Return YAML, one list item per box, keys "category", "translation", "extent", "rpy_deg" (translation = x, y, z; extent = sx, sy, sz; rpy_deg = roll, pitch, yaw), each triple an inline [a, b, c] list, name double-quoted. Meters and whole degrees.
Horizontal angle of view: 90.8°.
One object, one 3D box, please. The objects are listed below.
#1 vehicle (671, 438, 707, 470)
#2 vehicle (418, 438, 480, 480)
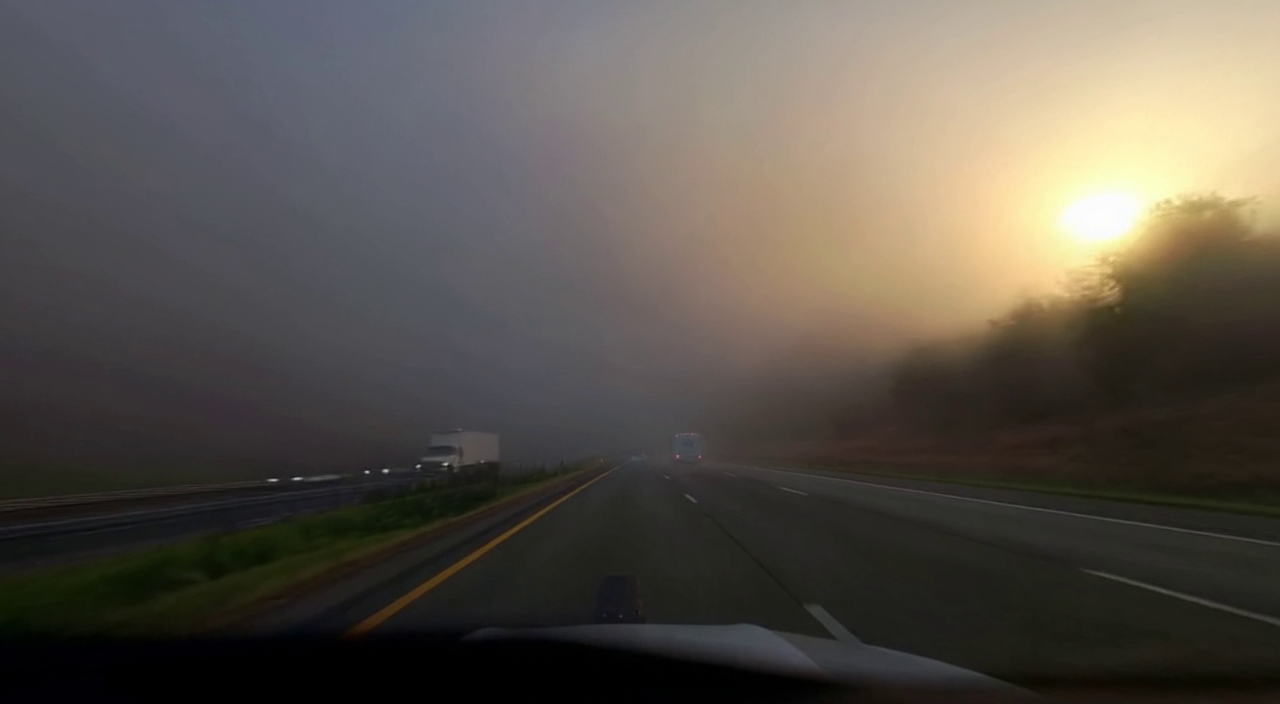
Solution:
- category: "vehicle"
  translation: [3.693, 7.862, 48.784]
  extent: [2.242, 2.285, 5.015]
  rpy_deg: [0, -9, -2]
- category: "vehicle"
  translation: [-12.032, 6.784, 40.147]
  extent: [2.273, 2.442, 5.112]
  rpy_deg: [0, -9, 1]
